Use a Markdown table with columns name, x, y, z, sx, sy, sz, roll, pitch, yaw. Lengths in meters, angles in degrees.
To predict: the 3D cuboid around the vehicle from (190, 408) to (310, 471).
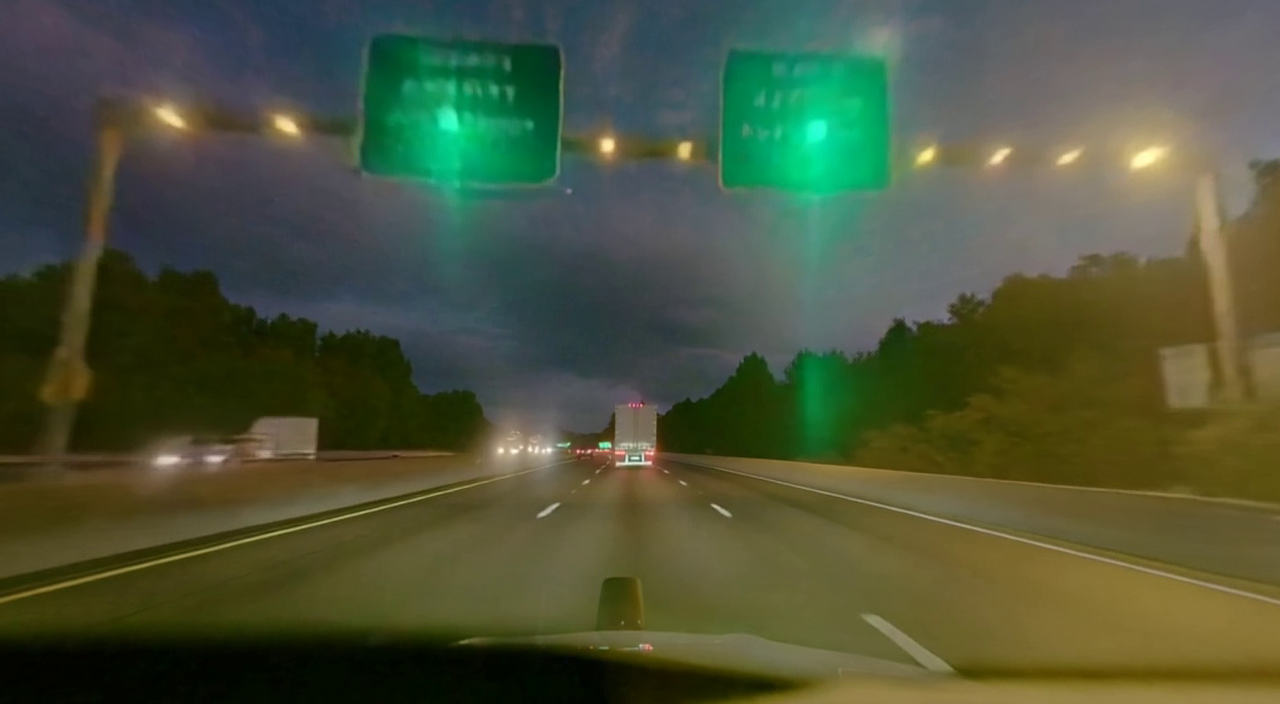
| name | x | y | z | sx | sy | sz | roll | pitch | yaw |
| --- | --- | --- | --- | --- | --- | --- | --- | --- | --- |
| vehicle | -17.197 | 3.940 | 28.180 | 2.136 | 2.560 | 5.054 | 0 | -9 | -1 |

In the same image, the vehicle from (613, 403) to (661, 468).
| name | x | y | z | sx | sy | sz | roll | pitch | yaw |
| --- | --- | --- | --- | --- | --- | --- | --- | --- | --- |
| vehicle | -0.333 | 5.996 | 44.466 | 2.962 | 3.953 | 10.696 | 0 | -9 | -2 |
